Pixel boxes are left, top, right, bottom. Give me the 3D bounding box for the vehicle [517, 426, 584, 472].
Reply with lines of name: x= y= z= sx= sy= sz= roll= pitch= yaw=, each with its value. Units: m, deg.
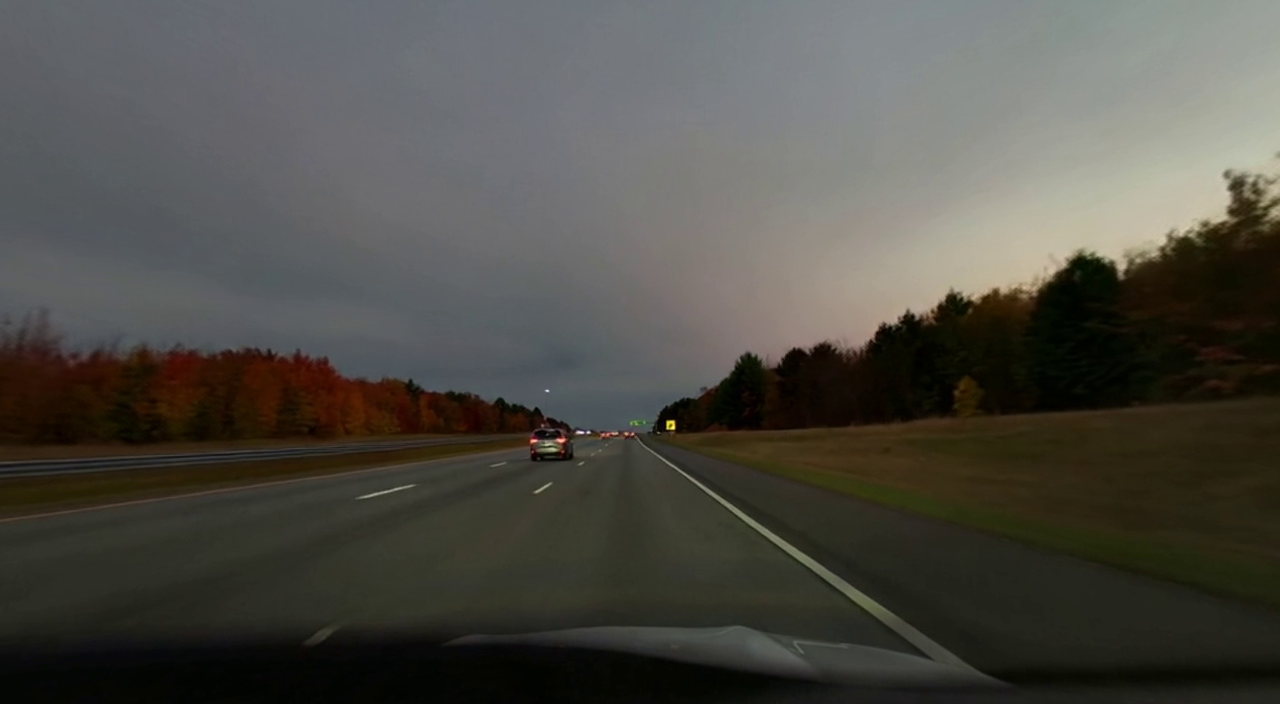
vehicle: x=-3.511 y=3.883 z=25.491 sx=2.057 sy=1.666 sz=4.552 roll=0 pitch=-8 yaw=0
